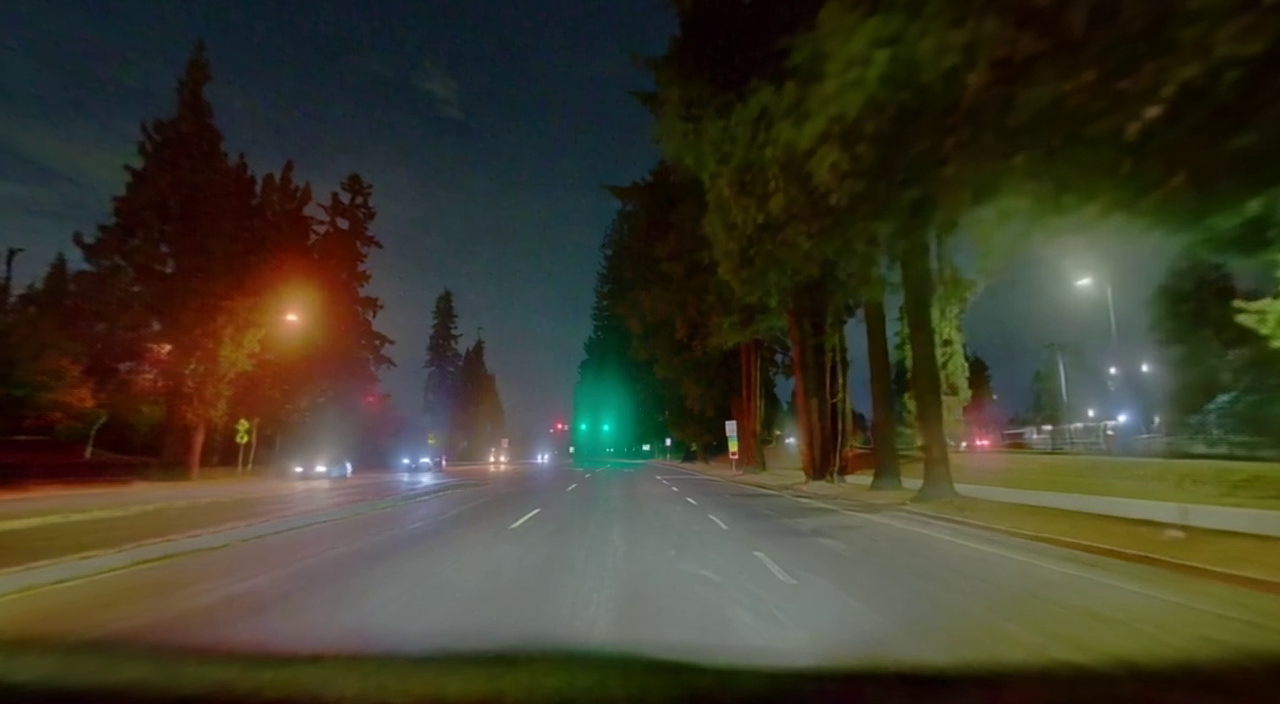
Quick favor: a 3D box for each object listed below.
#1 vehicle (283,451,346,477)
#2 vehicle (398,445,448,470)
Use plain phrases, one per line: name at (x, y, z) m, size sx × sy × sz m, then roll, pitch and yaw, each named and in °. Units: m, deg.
vehicle at (-20.116, 6.895, 39.077) m, size 1.844 × 1.461 × 3.788 m, roll 0°, pitch -8°, yaw 0°
vehicle at (-16.992, 8.236, 49.665) m, size 2.064 × 1.844 × 4.845 m, roll -1°, pitch -8°, yaw 2°
